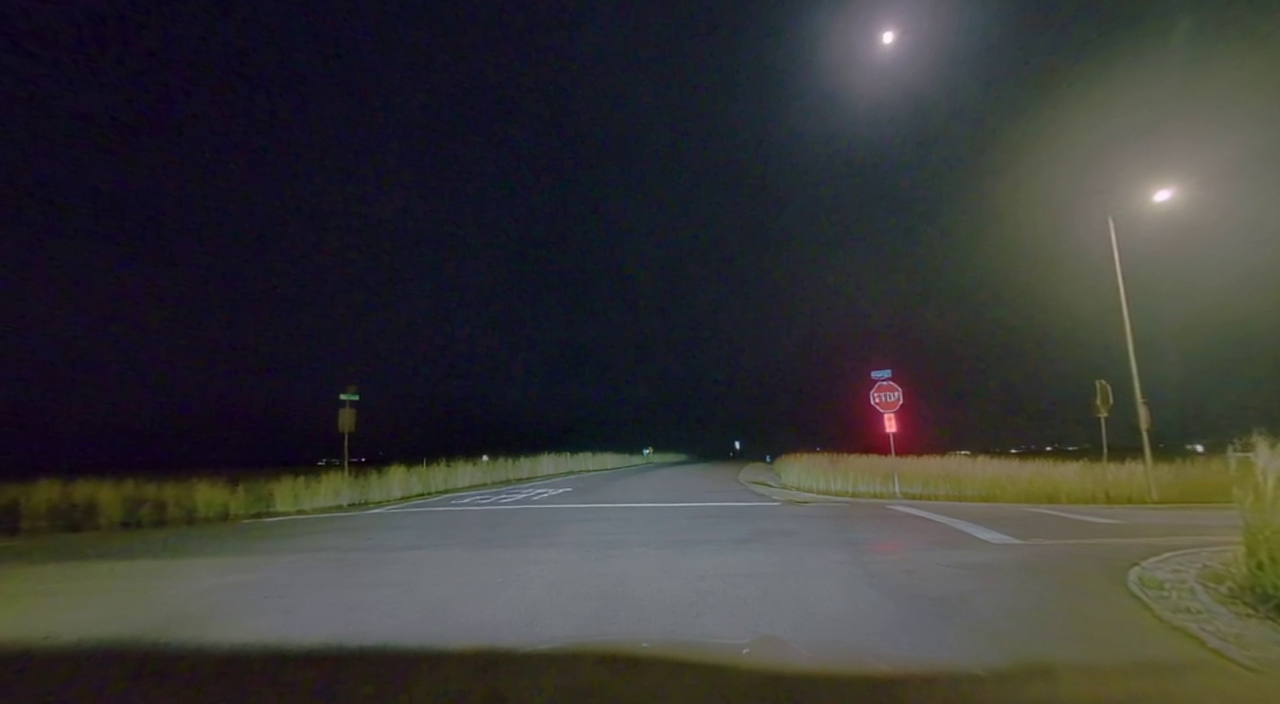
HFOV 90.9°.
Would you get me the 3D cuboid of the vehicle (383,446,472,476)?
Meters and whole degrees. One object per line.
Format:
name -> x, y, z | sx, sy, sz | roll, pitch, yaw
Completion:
vehicle -> -12.743, 6.560, 37.928 | 4.590, 1.735, 1.973 | -1, -9, 3
